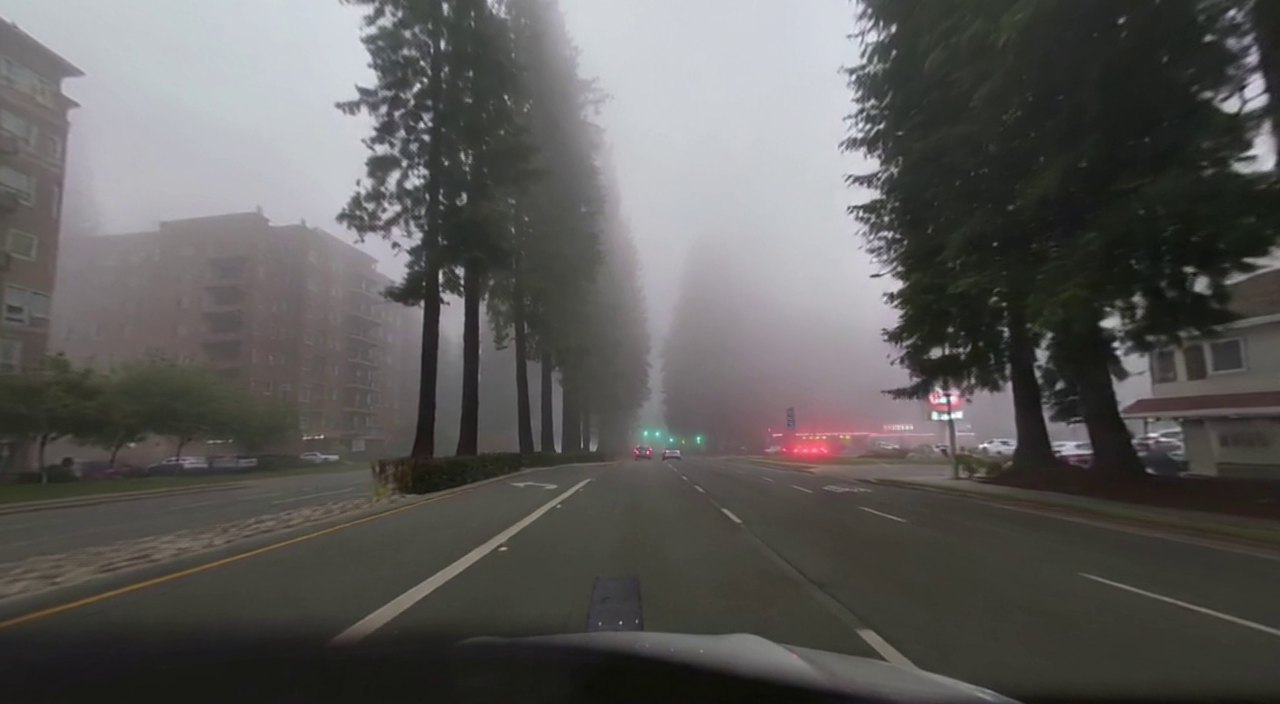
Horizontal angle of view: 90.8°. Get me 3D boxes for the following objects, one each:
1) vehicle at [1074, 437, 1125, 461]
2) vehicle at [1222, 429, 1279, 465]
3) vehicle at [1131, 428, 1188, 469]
[{"bbox_3d":[31.999,6.744,44.122,2.133,1.584,4.842,-4,-9,28],"label":"vehicle"},{"bbox_3d":[37.916,5.769,38.375,2.049,2.036,5.107,-2,-8,23],"label":"vehicle"},{"bbox_3d":[31.950,5.919,38.981,2.229,2.281,5.488,-4,-9,35],"label":"vehicle"}]
